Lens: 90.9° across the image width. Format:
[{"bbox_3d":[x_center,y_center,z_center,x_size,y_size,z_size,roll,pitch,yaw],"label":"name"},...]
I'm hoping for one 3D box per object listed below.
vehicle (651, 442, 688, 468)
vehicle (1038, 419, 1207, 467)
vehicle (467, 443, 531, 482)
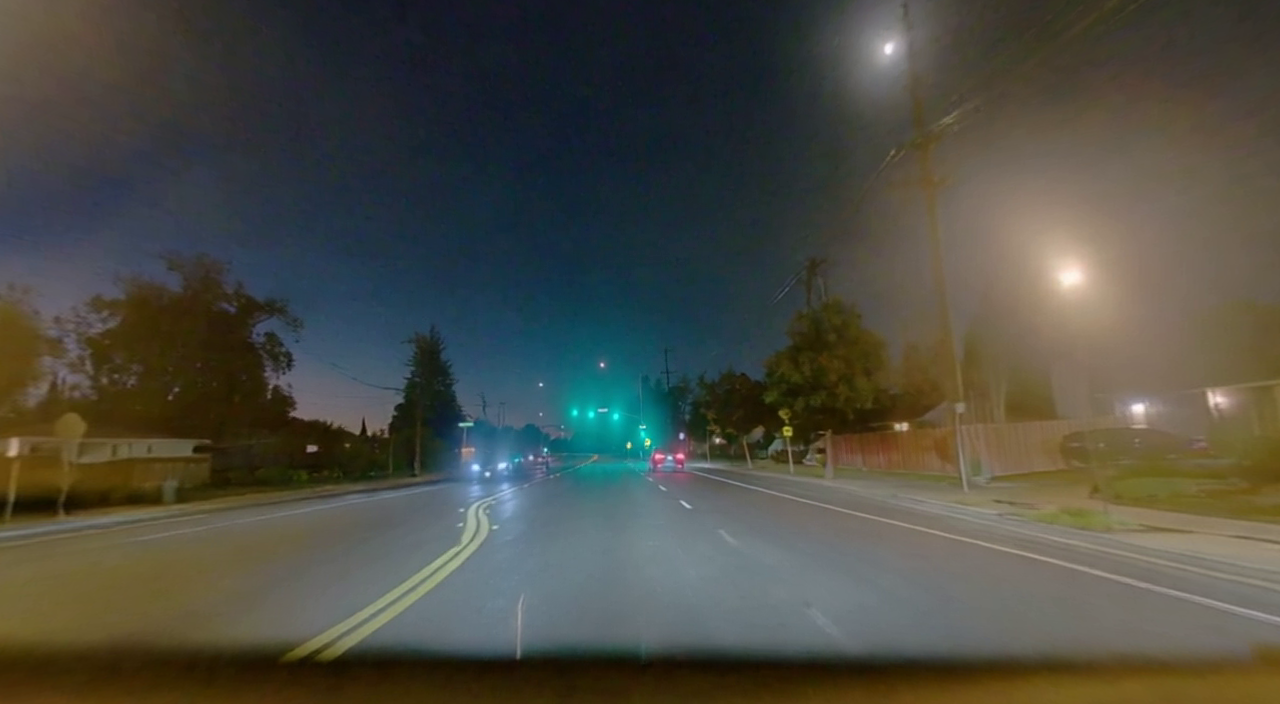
[{"bbox_3d":[2.105,7.675,47.036,2.144,1.843,4.827,1,-9,-5],"label":"vehicle"},{"bbox_3d":[18.077,3.502,24.001,4.766,1.493,2.076,-9,-11,31],"label":"vehicle"},{"bbox_3d":[-6.905,5.448,31.391,2.127,1.725,4.366,-2,-9,1],"label":"vehicle"}]
